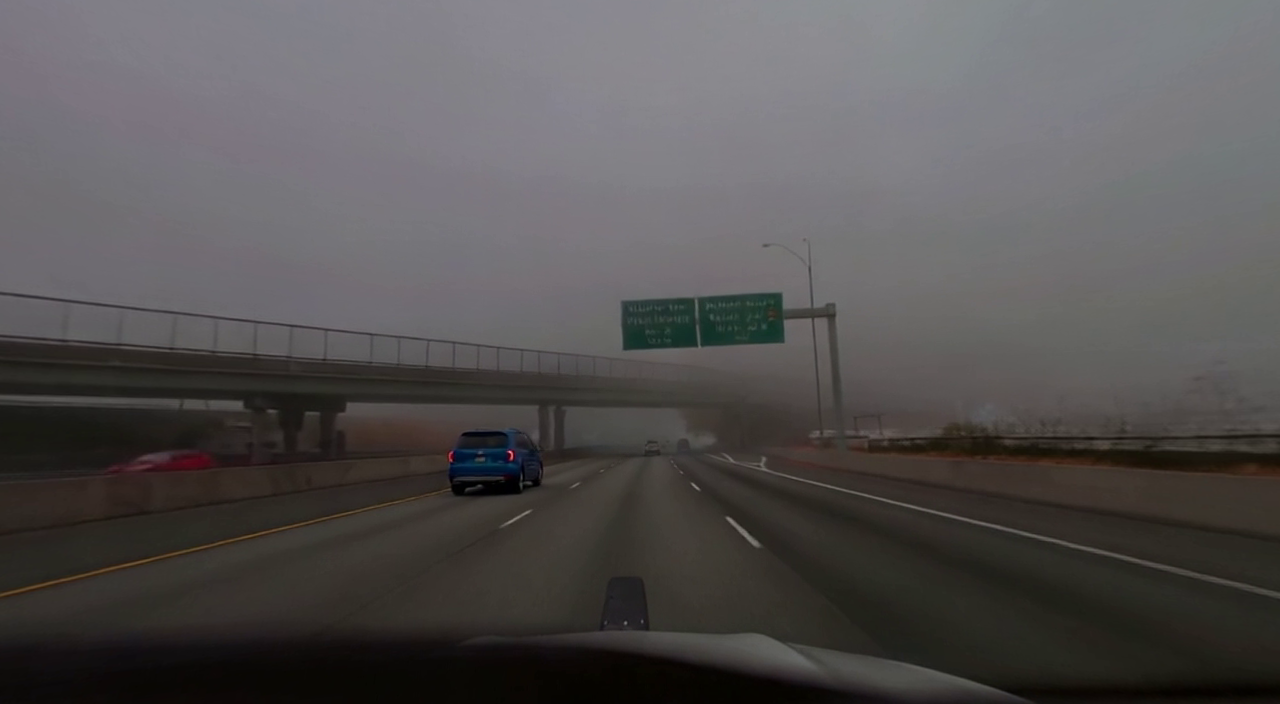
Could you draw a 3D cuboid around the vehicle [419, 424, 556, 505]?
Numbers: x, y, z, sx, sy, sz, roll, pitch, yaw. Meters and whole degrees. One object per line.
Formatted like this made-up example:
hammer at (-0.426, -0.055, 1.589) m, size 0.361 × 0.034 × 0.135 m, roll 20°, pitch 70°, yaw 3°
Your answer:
vehicle at (-3.565, 2.721, 15.680) m, size 2.177 × 1.707 × 4.432 m, roll 0°, pitch -8°, yaw 2°
